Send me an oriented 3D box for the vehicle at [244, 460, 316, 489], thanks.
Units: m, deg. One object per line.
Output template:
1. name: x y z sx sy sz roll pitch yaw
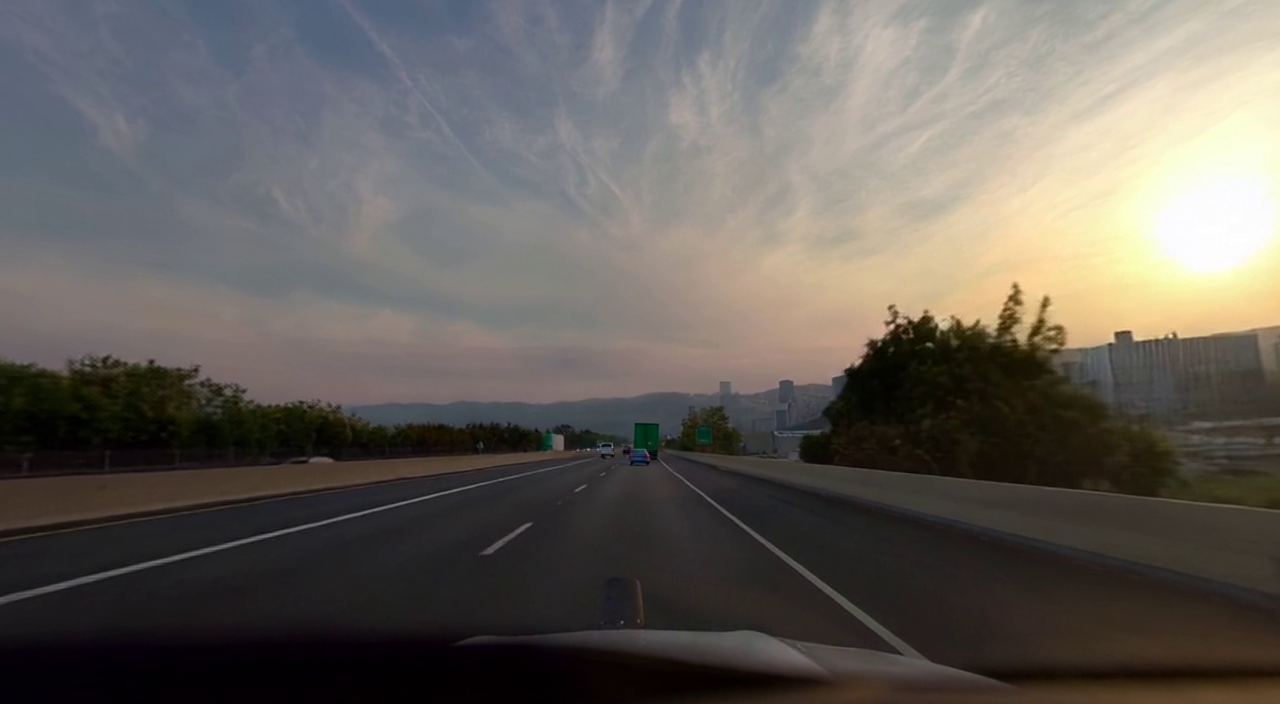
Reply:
1. vehicle: -19.508 6.610 34.310 1.646 1.399 3.733 -1 -9 1

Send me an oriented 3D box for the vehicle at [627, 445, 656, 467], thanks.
1. vehicle: 0.086 7.880 47.800 2.094 1.559 3.945 0 -9 0
